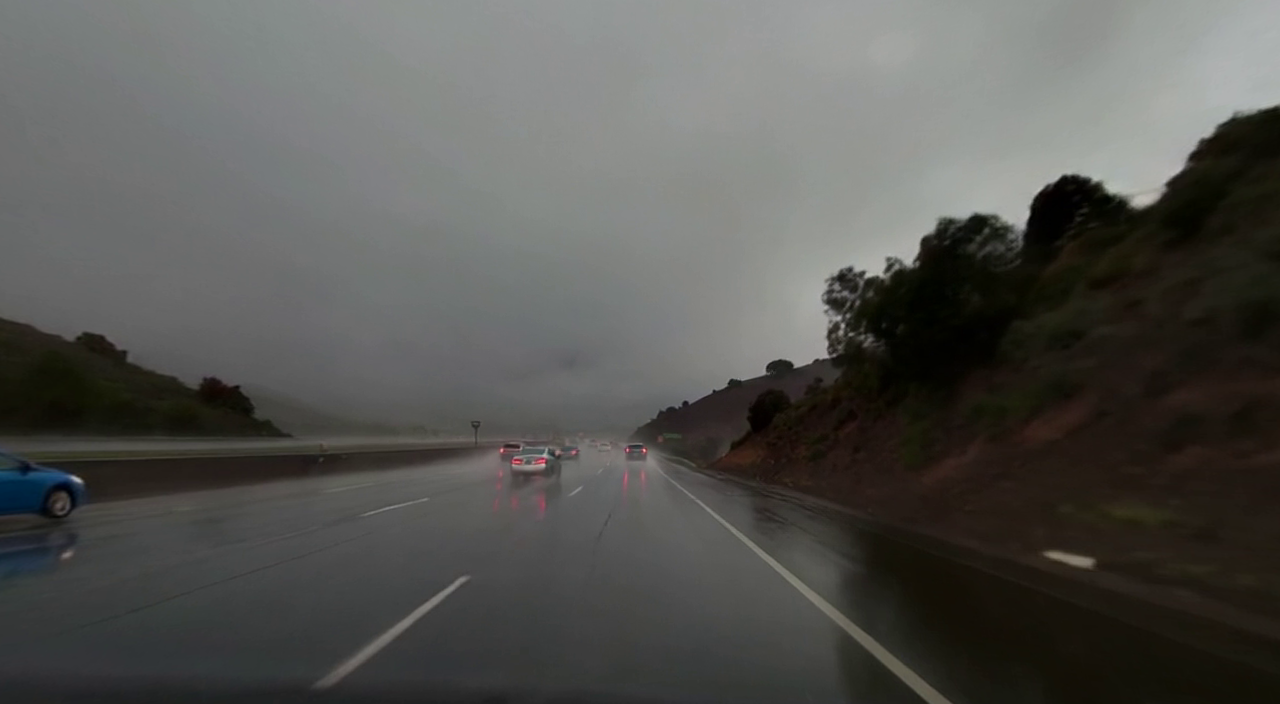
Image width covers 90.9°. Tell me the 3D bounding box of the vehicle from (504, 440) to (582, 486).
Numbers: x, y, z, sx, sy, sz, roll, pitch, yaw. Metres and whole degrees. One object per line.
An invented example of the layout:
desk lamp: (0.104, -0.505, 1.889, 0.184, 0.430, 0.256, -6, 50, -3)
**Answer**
vehicle: (-3.471, 4.081, 23.557, 2.080, 1.505, 4.649, 0, -8, 1)

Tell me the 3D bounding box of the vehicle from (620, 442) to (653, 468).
vehicle: (-0.293, 6.998, 43.128, 2.138, 1.674, 4.044, 0, -8, -1)
